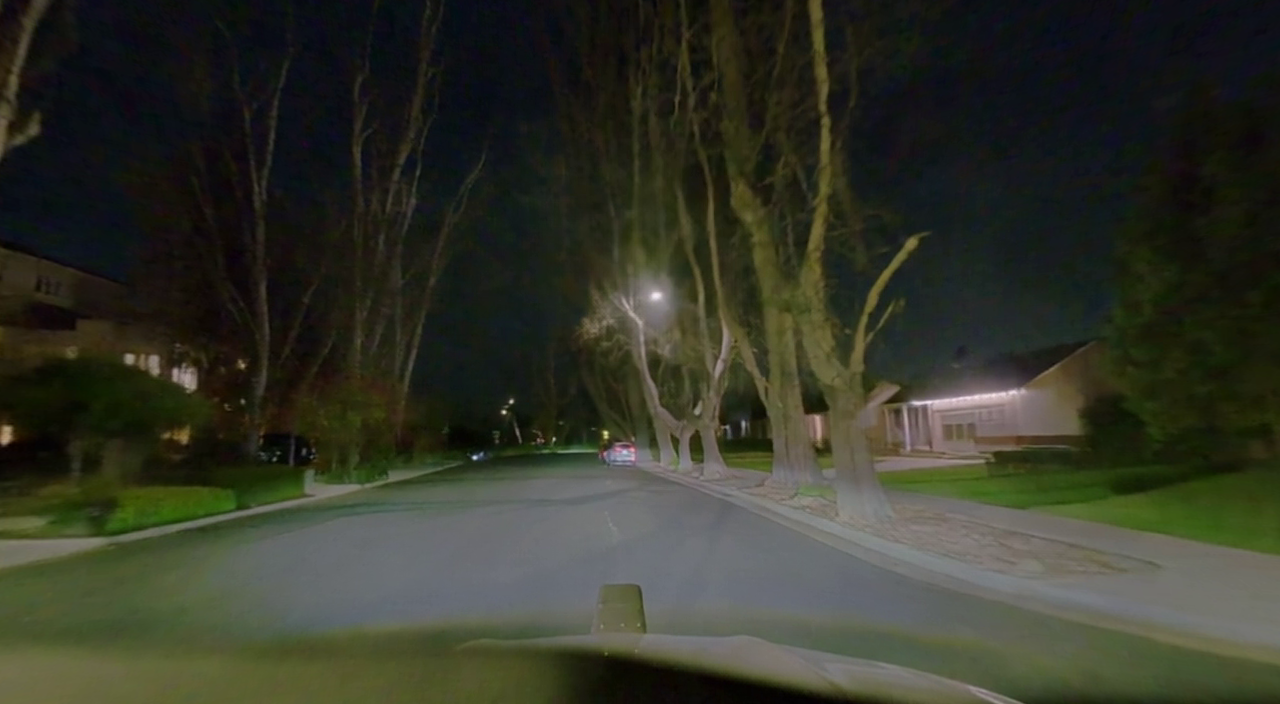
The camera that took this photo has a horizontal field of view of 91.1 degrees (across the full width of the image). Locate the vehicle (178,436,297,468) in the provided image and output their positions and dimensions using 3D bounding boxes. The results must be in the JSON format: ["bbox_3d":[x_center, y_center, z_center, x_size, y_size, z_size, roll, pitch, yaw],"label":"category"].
[{"bbox_3d":[-19.265,4.816,30.184,4.344,1.483,1.928,0,-9,-1],"label":"vehicle"}]

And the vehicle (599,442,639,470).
[{"bbox_3d":[-1.283,6.023,36.656,2.088,1.429,4.796,1,-8,-5],"label":"vehicle"}]
